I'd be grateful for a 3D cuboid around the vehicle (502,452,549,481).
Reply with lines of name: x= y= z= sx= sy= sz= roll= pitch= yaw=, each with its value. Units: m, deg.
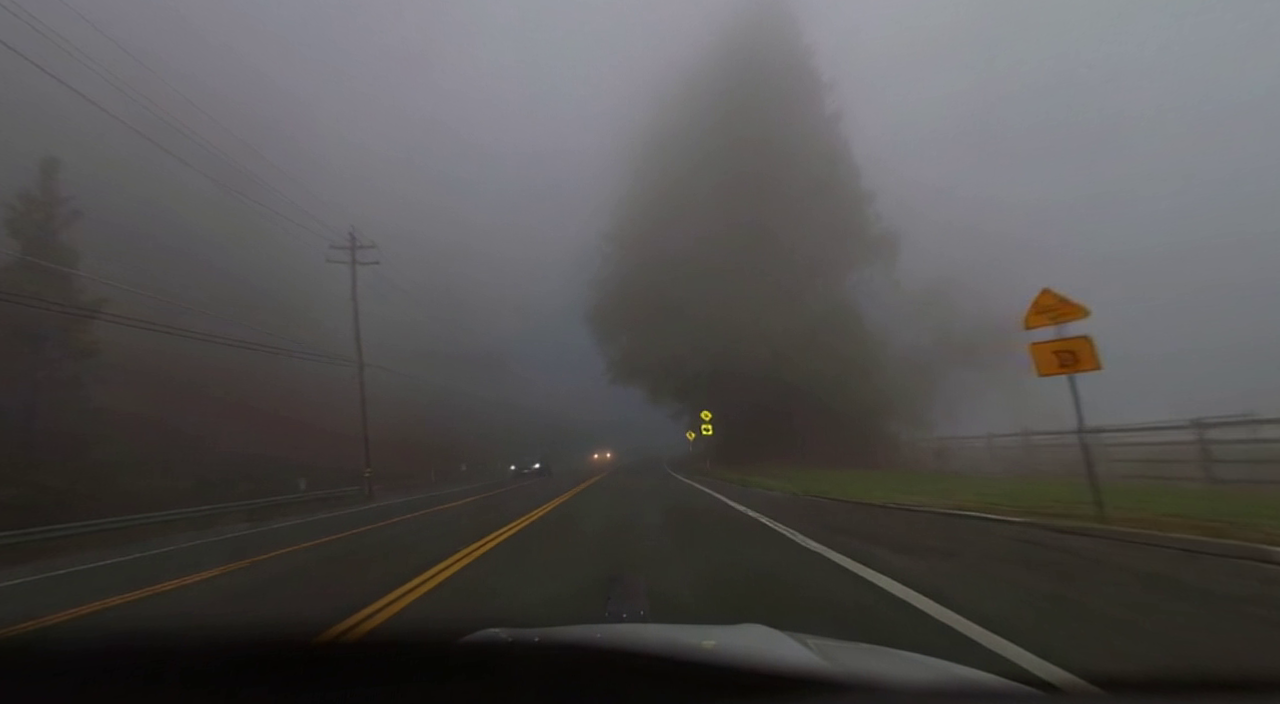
vehicle: x=-7.353 y=7.404 z=40.787 sx=2.140 sy=1.621 sz=4.776 roll=-3 pitch=-9 yaw=0
